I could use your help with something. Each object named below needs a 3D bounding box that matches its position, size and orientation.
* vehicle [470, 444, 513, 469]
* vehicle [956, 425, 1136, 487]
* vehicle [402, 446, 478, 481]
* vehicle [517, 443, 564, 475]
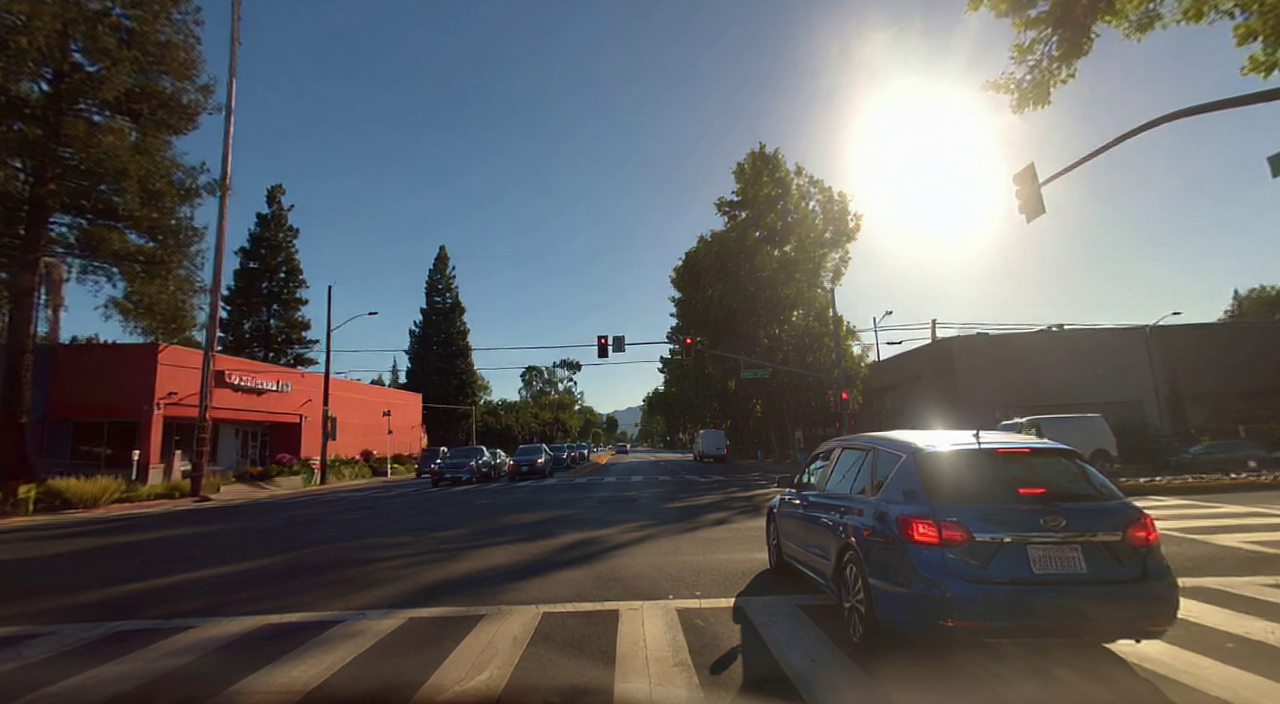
[{"bbox_3d":[-9.019,6.371,38.758,1.779,1.460,4.463,0,-9,-3],"label":"vehicle"},{"bbox_3d":[14.846,3.757,23.127,5.910,2.046,2.228,3,-9,-19],"label":"vehicle"},{"bbox_3d":[-9.008,5.028,28.872,2.024,1.460,4.381,0,-9,0],"label":"vehicle"},{"bbox_3d":[-4.788,5.191,30.921,1.846,1.416,4.228,0,-9,-3],"label":"vehicle"}]
